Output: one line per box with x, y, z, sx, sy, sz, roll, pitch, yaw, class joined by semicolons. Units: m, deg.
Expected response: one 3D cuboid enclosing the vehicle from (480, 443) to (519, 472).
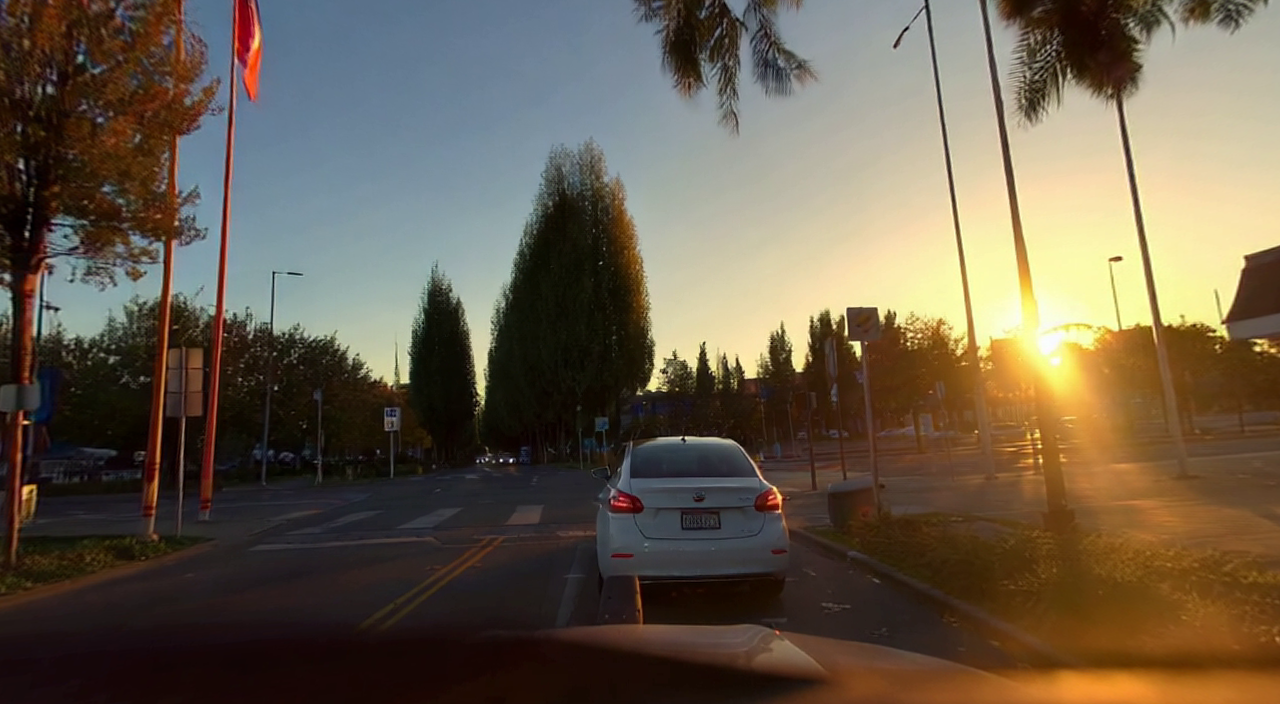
-10.058;7.590;45.343;2.212;1.948;4.537;0;-9;-6;vehicle

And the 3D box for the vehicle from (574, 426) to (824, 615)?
0.378;1.621;6.897;1.985;1.463;3.647;0;-9;-3;vehicle
